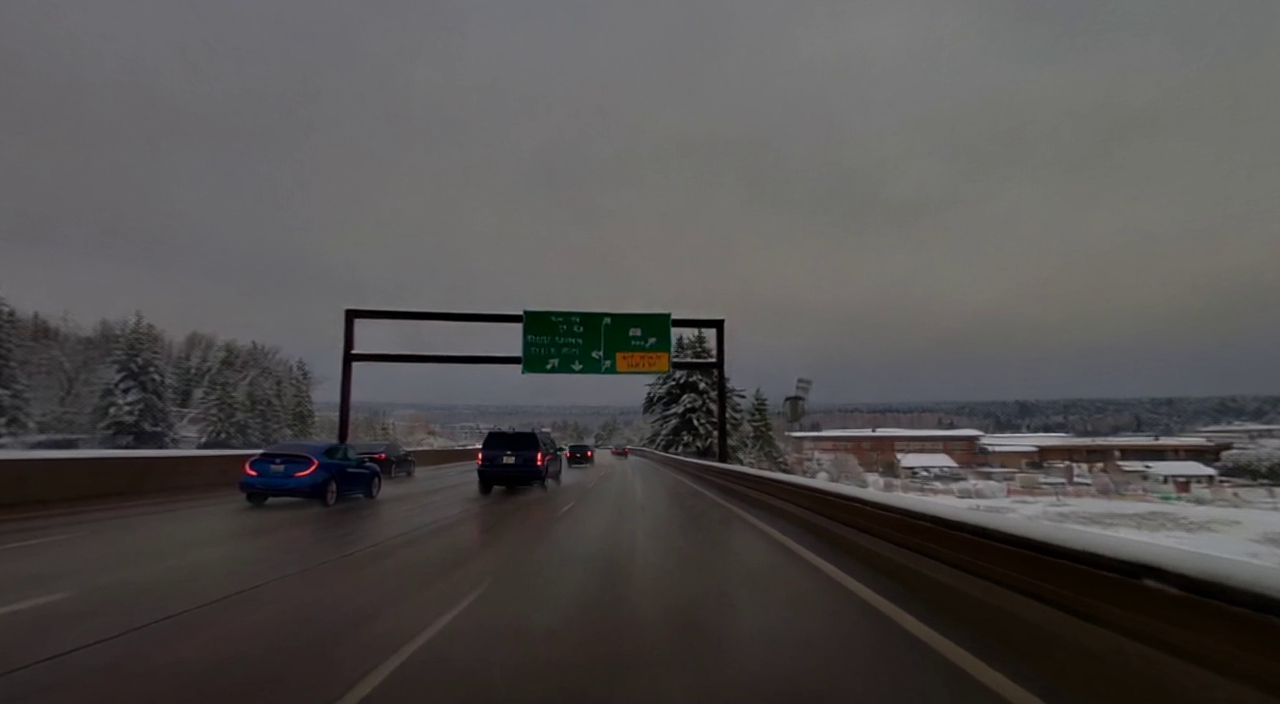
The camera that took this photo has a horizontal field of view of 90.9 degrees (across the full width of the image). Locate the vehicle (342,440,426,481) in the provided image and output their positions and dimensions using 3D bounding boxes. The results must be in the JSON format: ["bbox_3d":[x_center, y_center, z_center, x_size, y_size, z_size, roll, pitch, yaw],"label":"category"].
[{"bbox_3d":[-11.315,4.796,28.214,1.919,1.665,4.394,0,-8,-1],"label":"vehicle"}]

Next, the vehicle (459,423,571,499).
[{"bbox_3d":[-3.595,3.255,19.338,2.301,1.985,5.247,0,-8,1],"label":"vehicle"}]

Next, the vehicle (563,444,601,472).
[{"bbox_3d":[-3.494,6.426,38.456,1.955,1.614,3.817,0,-8,0],"label":"vehicle"}]

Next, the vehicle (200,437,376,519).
[{"bbox_3d":[-7.348,2.621,13.609,1.796,1.509,3.393,0,-8,0],"label":"vehicle"}]
